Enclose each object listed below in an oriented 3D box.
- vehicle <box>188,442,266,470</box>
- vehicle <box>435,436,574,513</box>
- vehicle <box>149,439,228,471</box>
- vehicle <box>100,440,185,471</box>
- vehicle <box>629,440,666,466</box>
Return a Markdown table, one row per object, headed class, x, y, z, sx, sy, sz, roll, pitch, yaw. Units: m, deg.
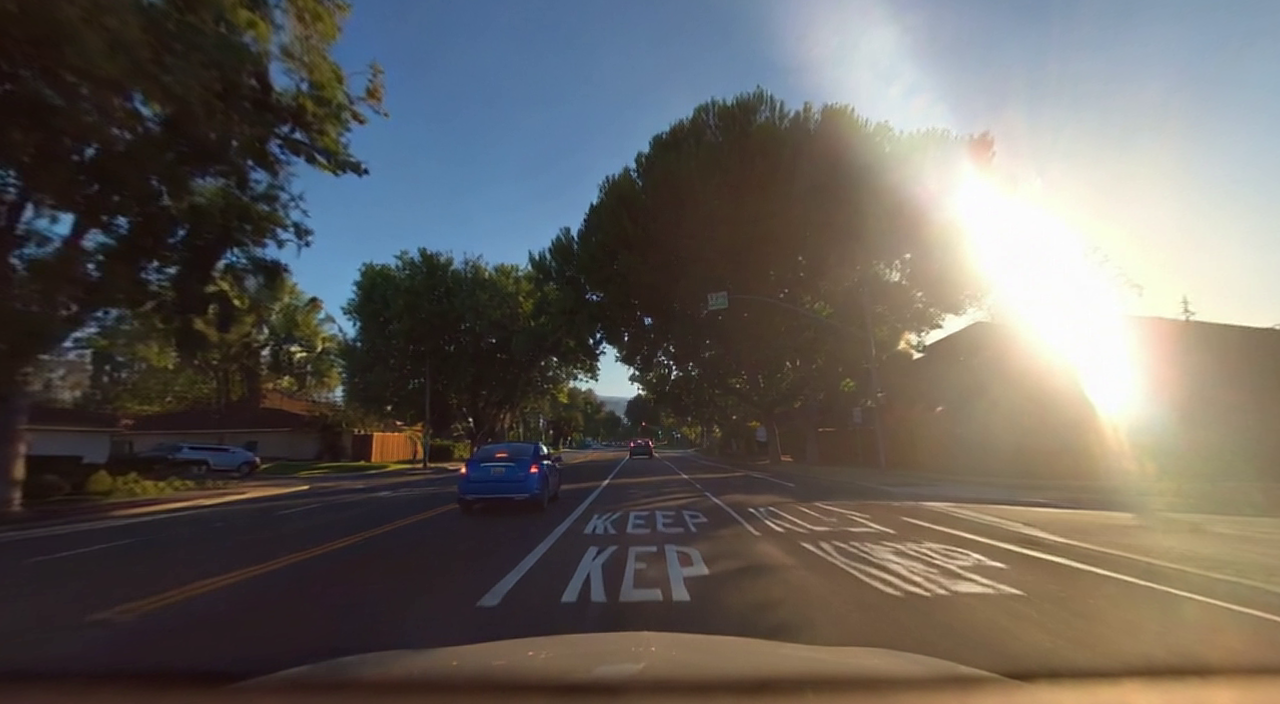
| class | x | y | z | sx | sy | sz | roll | pitch | yaw |
| --- | --- | --- | --- | --- | --- | --- | --- | --- | --- |
| vehicle | -23.606 | 5.941 | 36.194 | 1.894 | 1.508 | 3.783 | 0 | -8 | 0 |
| vehicle | -2.885 | 2.745 | 14.735 | 2.158 | 1.469 | 4.909 | 0 | -8 | 0 |
| vehicle | -26.141 | 5.944 | 36.638 | 1.919 | 1.701 | 3.695 | 0 | -8 | -2 |
| vehicle | -29.063 | 6.027 | 36.944 | 1.838 | 1.685 | 3.766 | 0 | -8 | 1 |
| vehicle | 0.452 | 6.373 | 39.952 | 2.226 | 1.505 | 4.128 | 0 | -8 | 0 |
